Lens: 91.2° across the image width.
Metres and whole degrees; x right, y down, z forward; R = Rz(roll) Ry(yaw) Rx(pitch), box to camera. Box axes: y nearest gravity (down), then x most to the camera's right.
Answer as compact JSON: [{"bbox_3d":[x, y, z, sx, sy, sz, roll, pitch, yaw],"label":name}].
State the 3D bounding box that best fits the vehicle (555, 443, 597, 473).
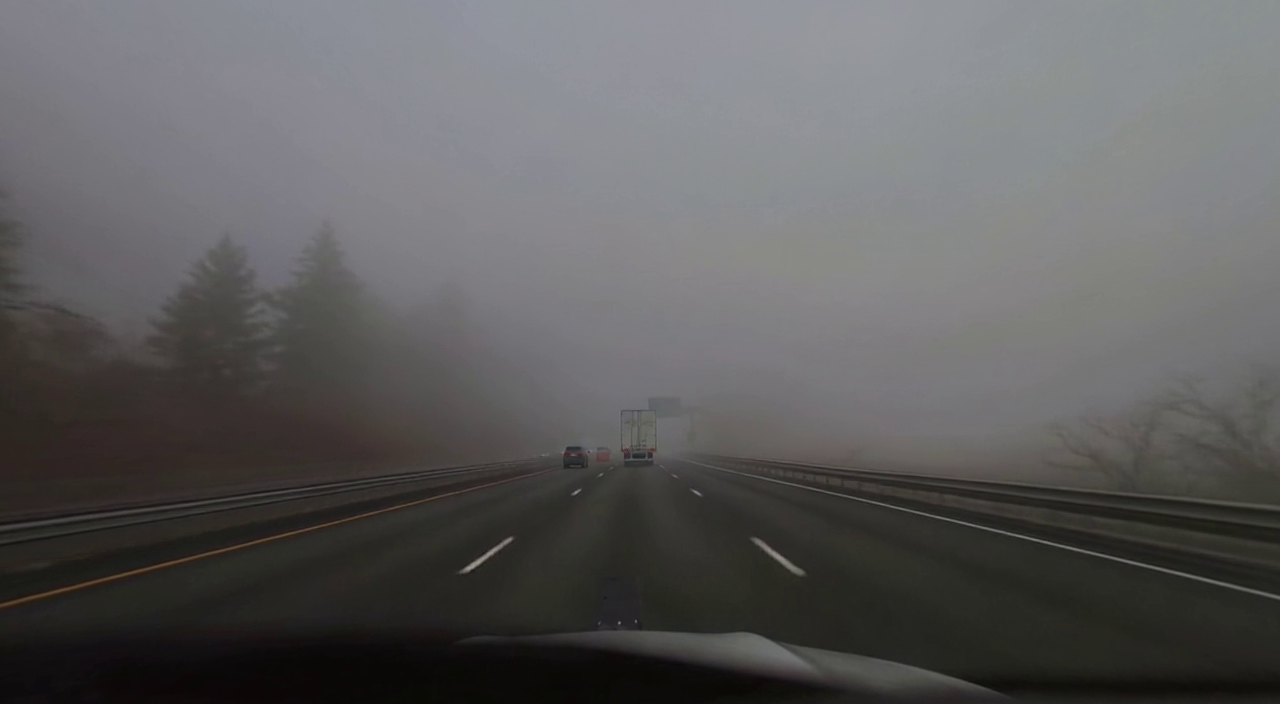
[{"bbox_3d":[-3.762,6.329,37.572,2.112,1.645,4.129,0,-9,-1],"label":"vehicle"}]
